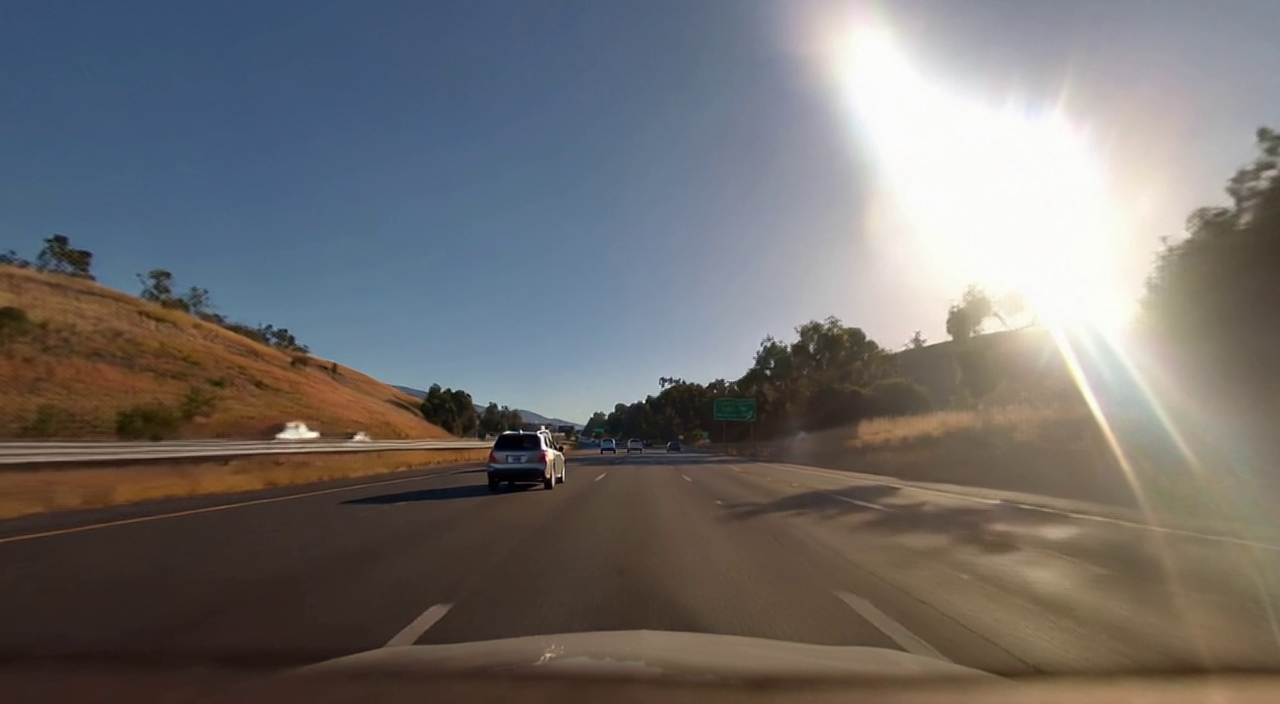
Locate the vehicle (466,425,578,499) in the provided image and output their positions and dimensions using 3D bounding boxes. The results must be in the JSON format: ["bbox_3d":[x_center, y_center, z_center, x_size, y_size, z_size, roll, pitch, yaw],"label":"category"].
[{"bbox_3d":[-3.208,3.135,18.336,2.218,1.848,4.789,0,-9,1],"label":"vehicle"}]
